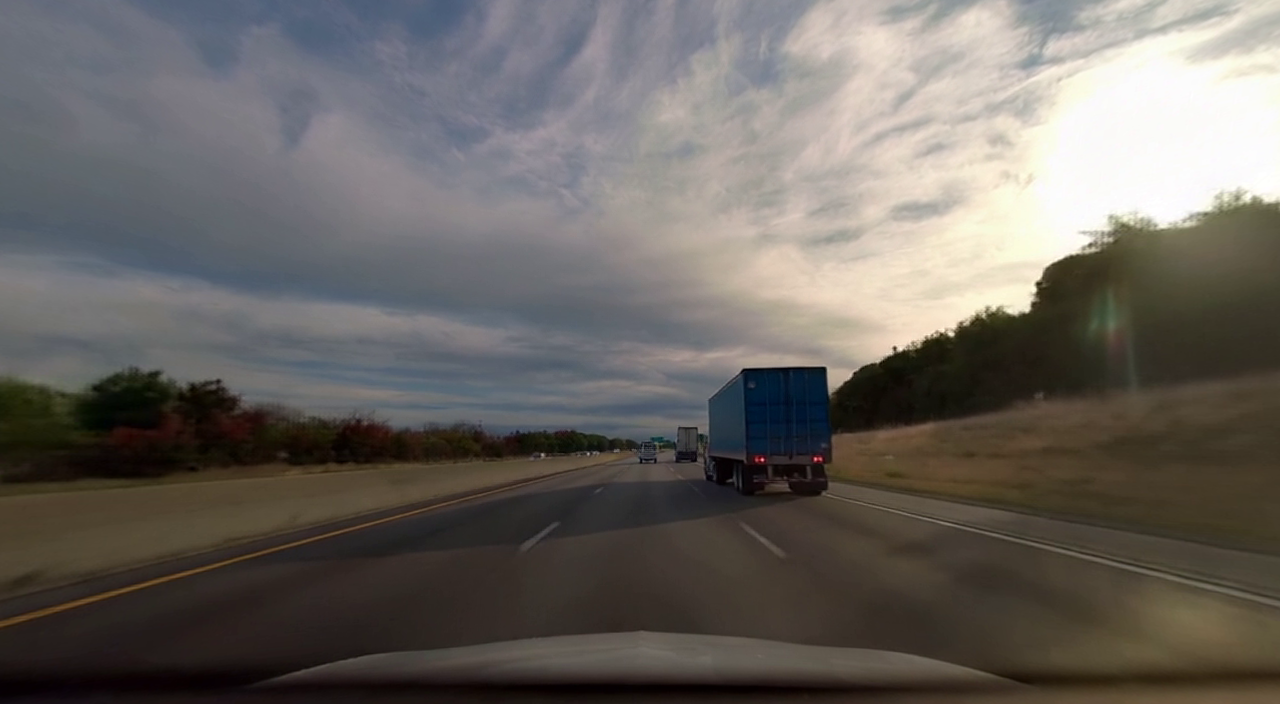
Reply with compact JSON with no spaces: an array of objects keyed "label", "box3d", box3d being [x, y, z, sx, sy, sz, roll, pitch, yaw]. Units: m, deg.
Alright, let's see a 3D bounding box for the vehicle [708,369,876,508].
[{"label":"vehicle","box3d":[4.181,2.772,19.898,2.960,3.381,8.914,0,-9,-1]}]
